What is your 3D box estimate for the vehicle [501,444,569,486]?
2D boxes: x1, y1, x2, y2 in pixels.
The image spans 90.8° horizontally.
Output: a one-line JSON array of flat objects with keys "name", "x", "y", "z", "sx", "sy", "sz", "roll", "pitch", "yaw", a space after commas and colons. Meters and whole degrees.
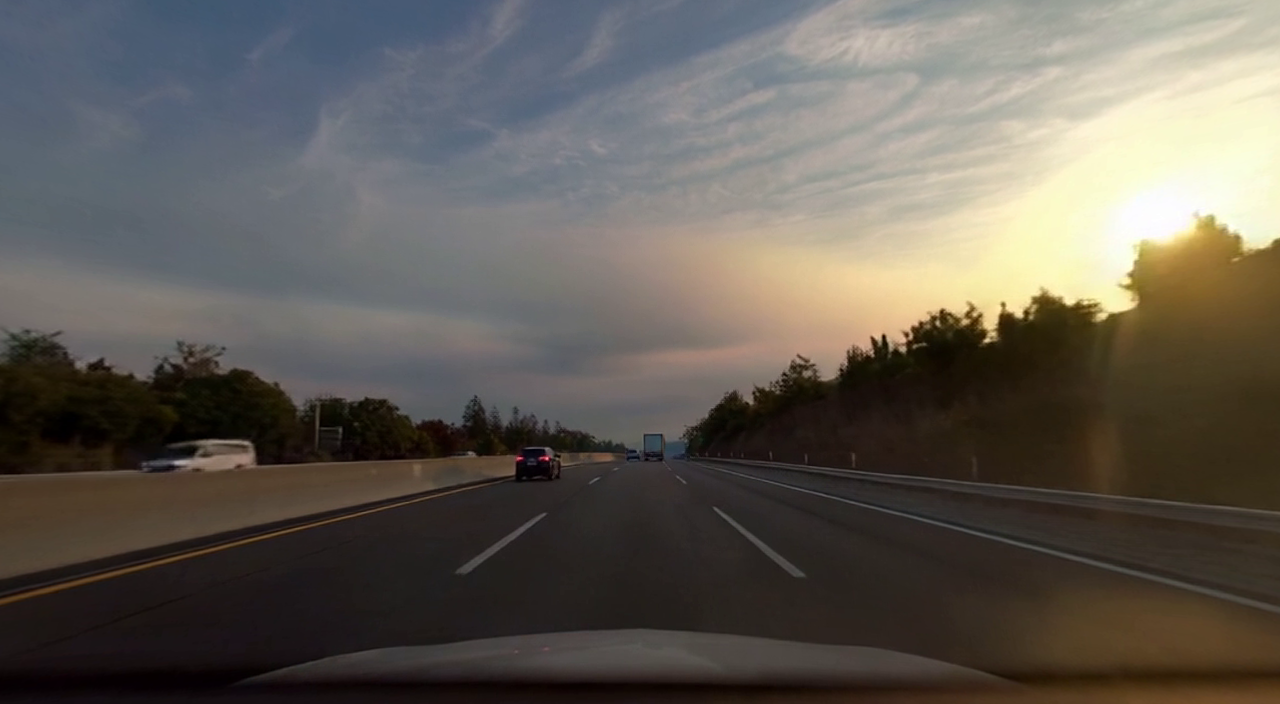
[{"name": "vehicle", "x": -4.203, "y": 4.603, "z": 25.997, "sx": 2.035, "sy": 1.595, "sz": 4.022, "roll": 0, "pitch": -9, "yaw": 1}]
